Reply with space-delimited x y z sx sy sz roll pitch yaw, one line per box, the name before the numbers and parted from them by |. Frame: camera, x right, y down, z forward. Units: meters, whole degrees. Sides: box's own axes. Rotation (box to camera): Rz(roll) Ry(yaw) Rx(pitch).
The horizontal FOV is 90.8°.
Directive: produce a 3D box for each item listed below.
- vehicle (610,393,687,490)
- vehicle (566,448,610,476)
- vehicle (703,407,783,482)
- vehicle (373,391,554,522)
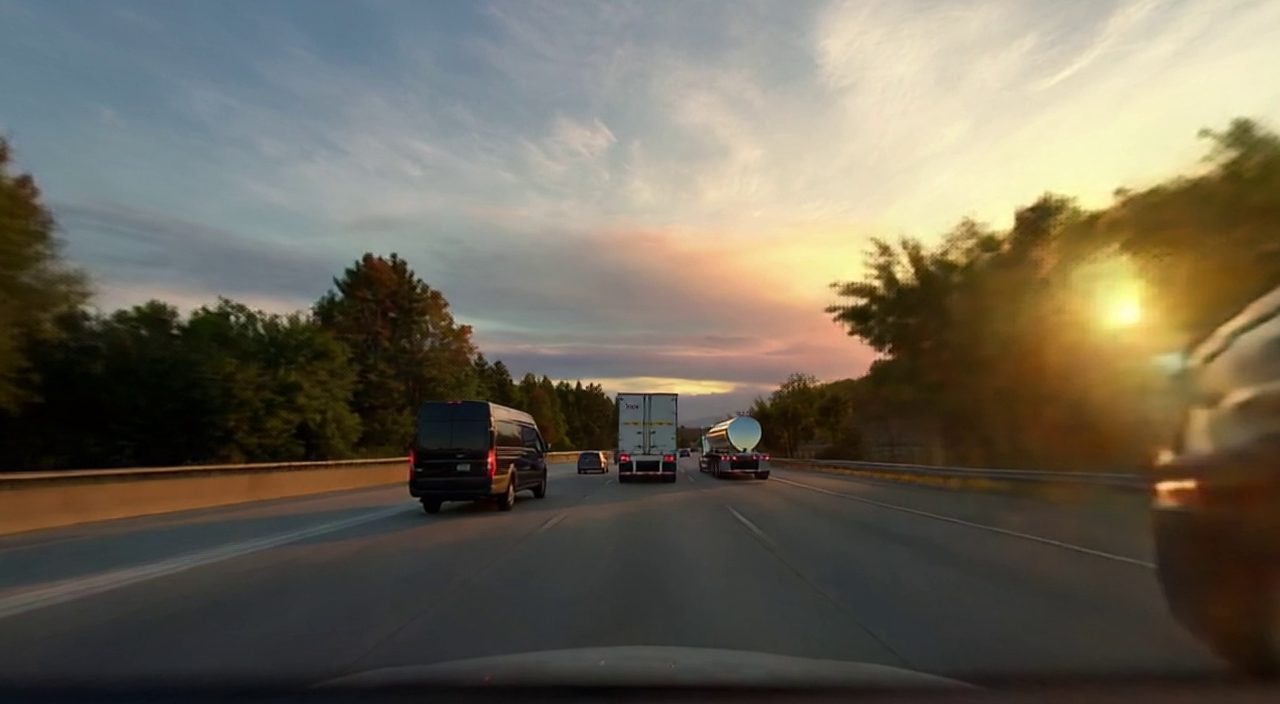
vehicle | 0.162 3.985 27.440 2.773 3.455 9.118 0 -9 -2
vehicle | -3.179 6.842 39.467 2.134 1.652 4.439 0 -9 3
vehicle | 5.451 5.257 35.612 2.706 3.500 11.483 0 -9 1
vehicle | -3.919 2.547 15.696 2.525 2.572 6.260 0 -9 1
